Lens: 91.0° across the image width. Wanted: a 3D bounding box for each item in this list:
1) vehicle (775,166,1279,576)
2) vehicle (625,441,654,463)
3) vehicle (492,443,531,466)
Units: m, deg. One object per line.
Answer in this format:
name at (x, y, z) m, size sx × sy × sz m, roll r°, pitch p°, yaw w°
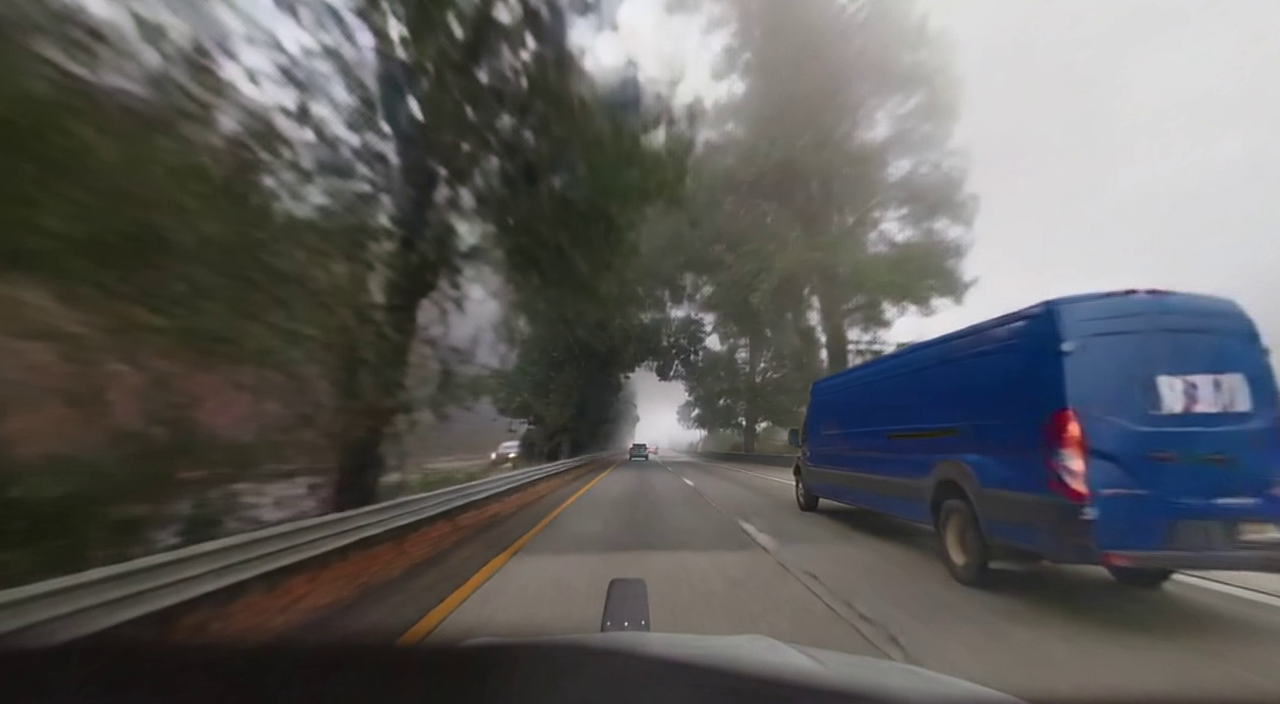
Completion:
vehicle at (7.008, 1.387, 14.878) m, size 3.479 × 4.156 × 17.231 m, roll 0°, pitch -9°, yaw -1°
vehicle at (-0.039, 7.557, 47.827) m, size 2.121 × 1.590 × 4.434 m, roll 0°, pitch -8°, yaw 0°
vehicle at (-9.494, 7.618, 46.959) m, size 1.935 × 1.569 × 4.778 m, roll 0°, pitch -8°, yaw 0°
